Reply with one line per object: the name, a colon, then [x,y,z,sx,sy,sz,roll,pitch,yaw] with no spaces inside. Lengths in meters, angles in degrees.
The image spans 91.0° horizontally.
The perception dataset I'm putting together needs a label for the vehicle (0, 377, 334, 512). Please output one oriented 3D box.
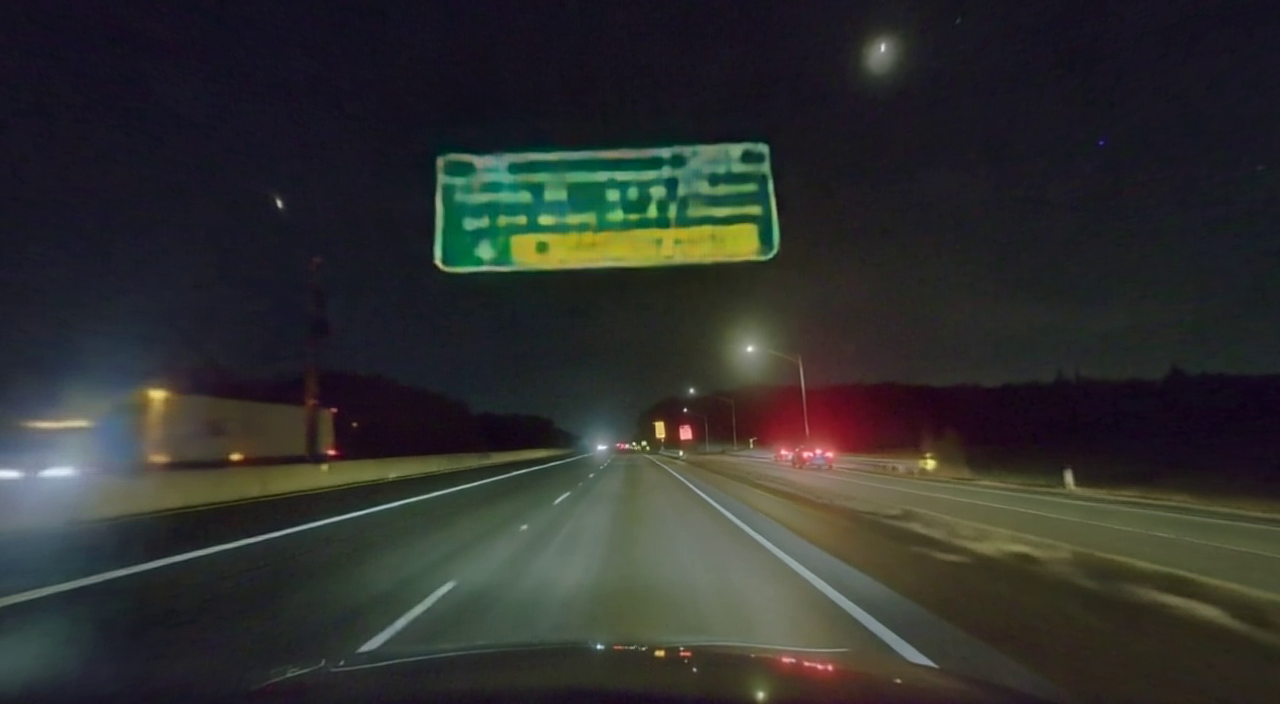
vehicle: [-17.290,3.649,25.159,3.238,3.929,13.277,-1,-8,1]
